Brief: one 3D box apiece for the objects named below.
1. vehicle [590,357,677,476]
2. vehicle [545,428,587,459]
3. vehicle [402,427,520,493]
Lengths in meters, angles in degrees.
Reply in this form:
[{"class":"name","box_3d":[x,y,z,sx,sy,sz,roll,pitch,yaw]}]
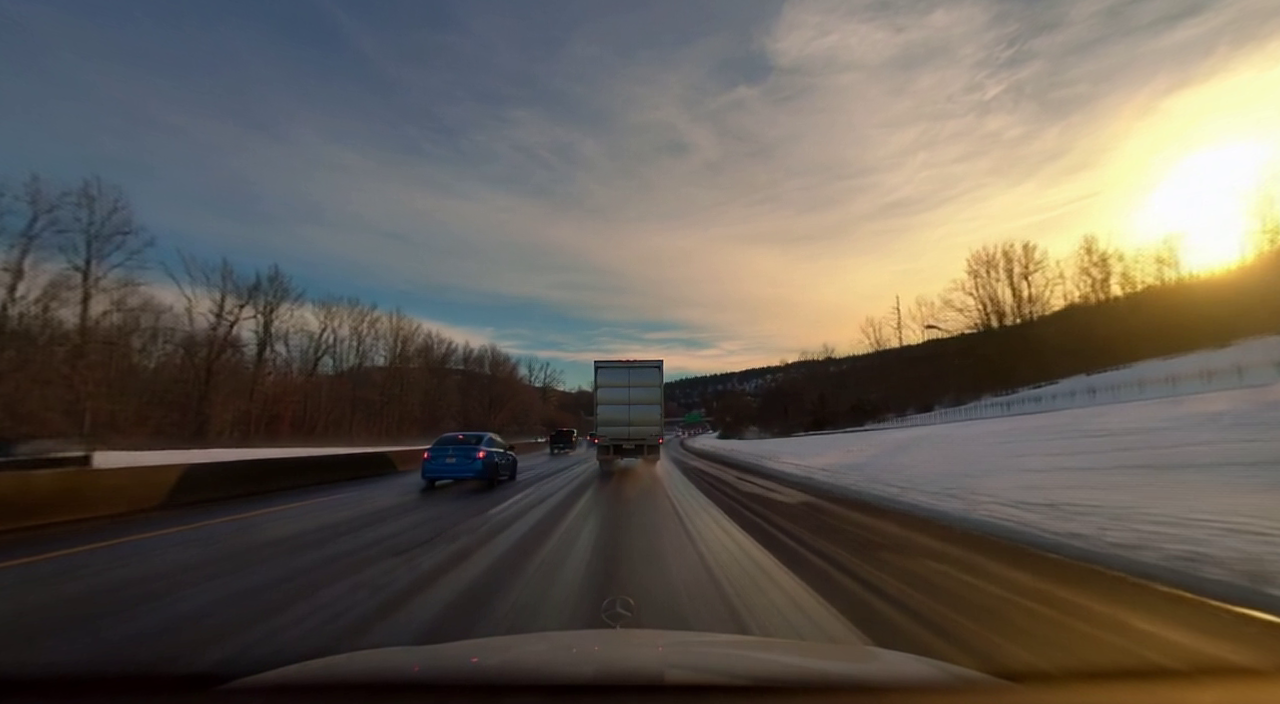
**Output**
[{"class":"vehicle","box_3d":[-0.333,2.842,26.512,2.953,4.041,10.072,0,-8,-1]},{"class":"vehicle","box_3d":[-4.593,5.764,39.783,2.019,1.834,4.644,0,-8,0]},{"class":"vehicle","box_3d":[-4.662,2.861,17.154,1.931,1.539,4.441,0,-8,0]}]
